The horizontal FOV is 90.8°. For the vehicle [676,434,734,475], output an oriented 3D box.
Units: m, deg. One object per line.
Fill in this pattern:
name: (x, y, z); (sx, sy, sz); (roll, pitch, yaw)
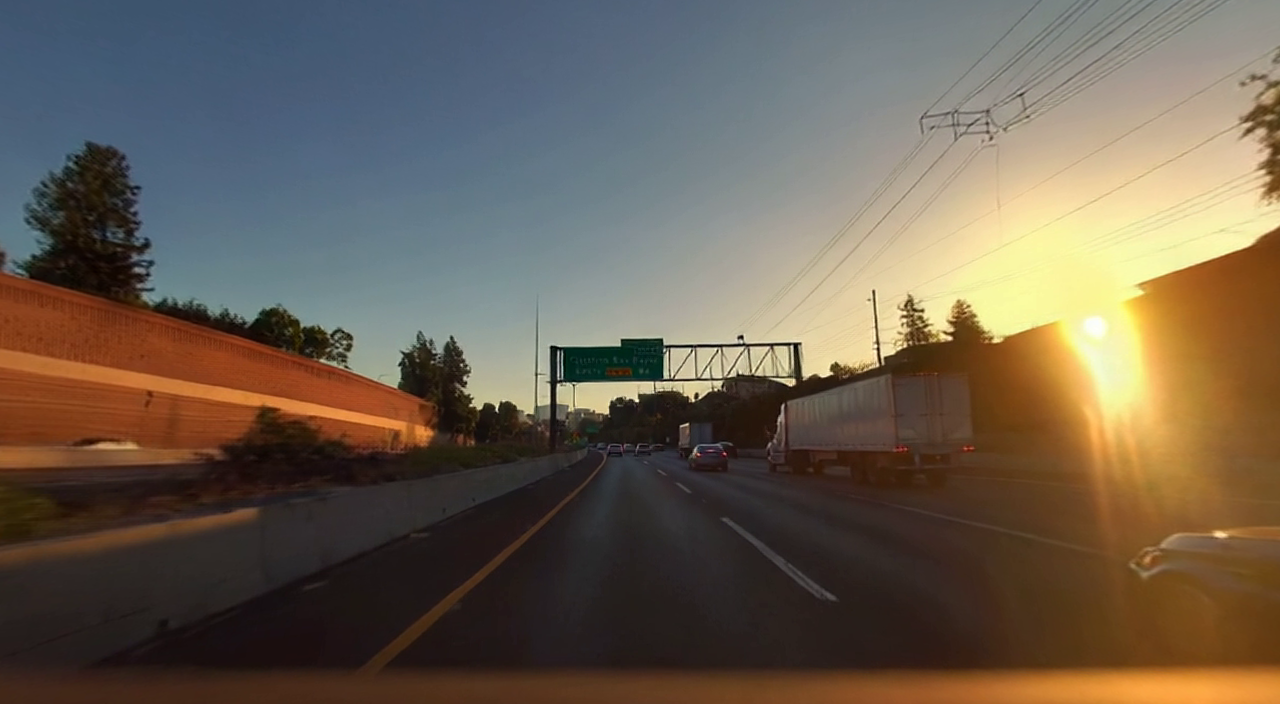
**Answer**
vehicle: (3.052, 4.972, 30.859); (2.114, 1.849, 4.692); (0, -9, -3)

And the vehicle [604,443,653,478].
vehicle: (-0.561, 4.928, 29.015); (2.083, 1.477, 3.965); (0, -9, -2)

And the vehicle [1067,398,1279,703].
vehicle: (3.521, 0.784, 1.600); (1.922, 1.465, 4.165); (0, -9, 0)

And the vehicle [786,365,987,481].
vehicle: (10.633, 3.686, 30.451); (2.914, 4.134, 15.553); (0, -9, -2)
